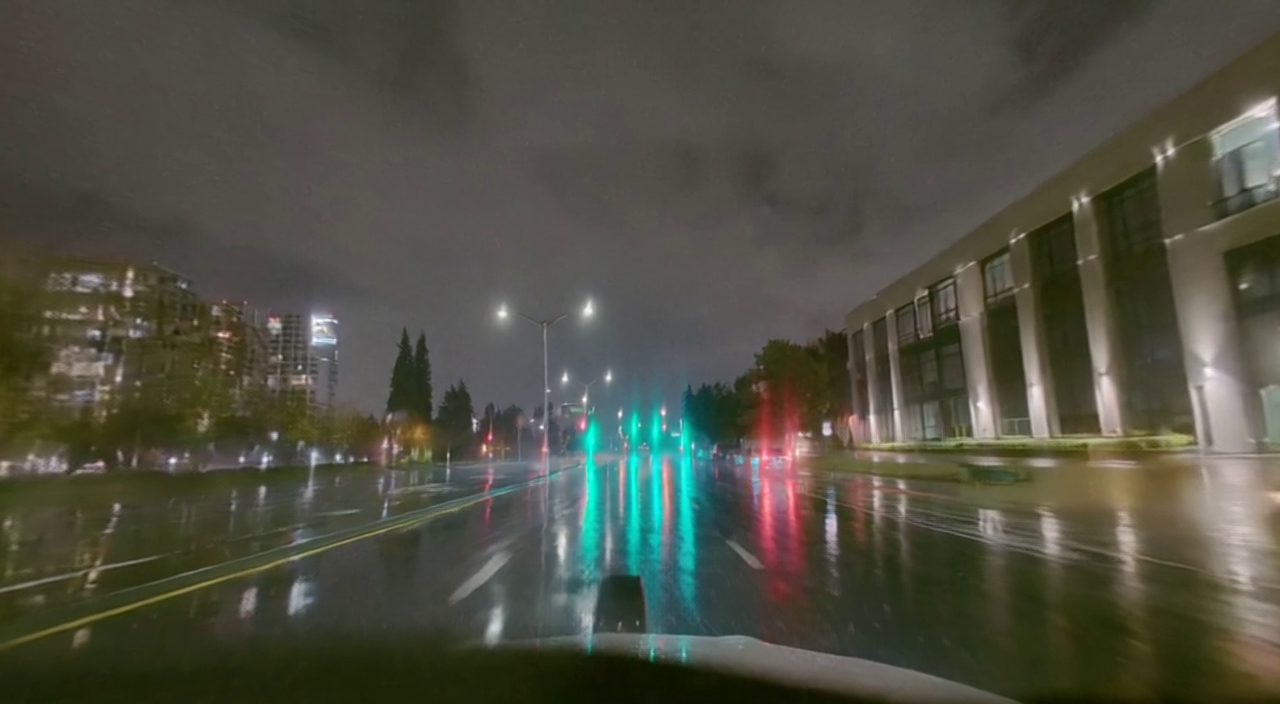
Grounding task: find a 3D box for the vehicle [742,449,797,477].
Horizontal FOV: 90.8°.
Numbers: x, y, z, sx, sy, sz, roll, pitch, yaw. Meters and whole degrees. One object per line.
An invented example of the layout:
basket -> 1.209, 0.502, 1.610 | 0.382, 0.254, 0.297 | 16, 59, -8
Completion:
vehicle -> 7.447, 6.425, 36.792 | 2.066, 1.451, 4.783 | 0, -8, -2
